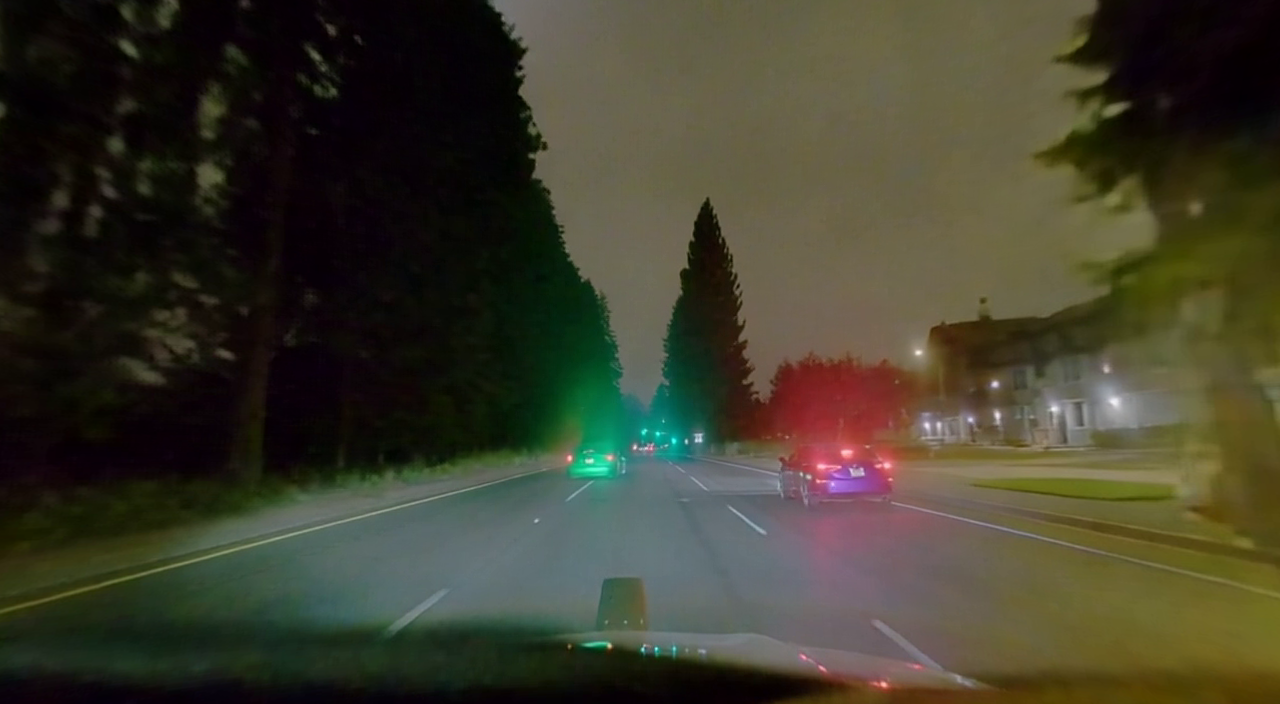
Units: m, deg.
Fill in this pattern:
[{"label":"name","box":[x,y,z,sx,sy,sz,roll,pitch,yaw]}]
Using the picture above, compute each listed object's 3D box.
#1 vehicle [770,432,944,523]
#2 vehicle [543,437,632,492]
[{"label":"vehicle","box":[4.155,2.449,12.986,1.943,1.471,4.515,-1,-8,0]},{"label":"vehicle","box":[-1.580,3.612,20.764,2.206,1.525,4.695,-2,-8,4]}]
